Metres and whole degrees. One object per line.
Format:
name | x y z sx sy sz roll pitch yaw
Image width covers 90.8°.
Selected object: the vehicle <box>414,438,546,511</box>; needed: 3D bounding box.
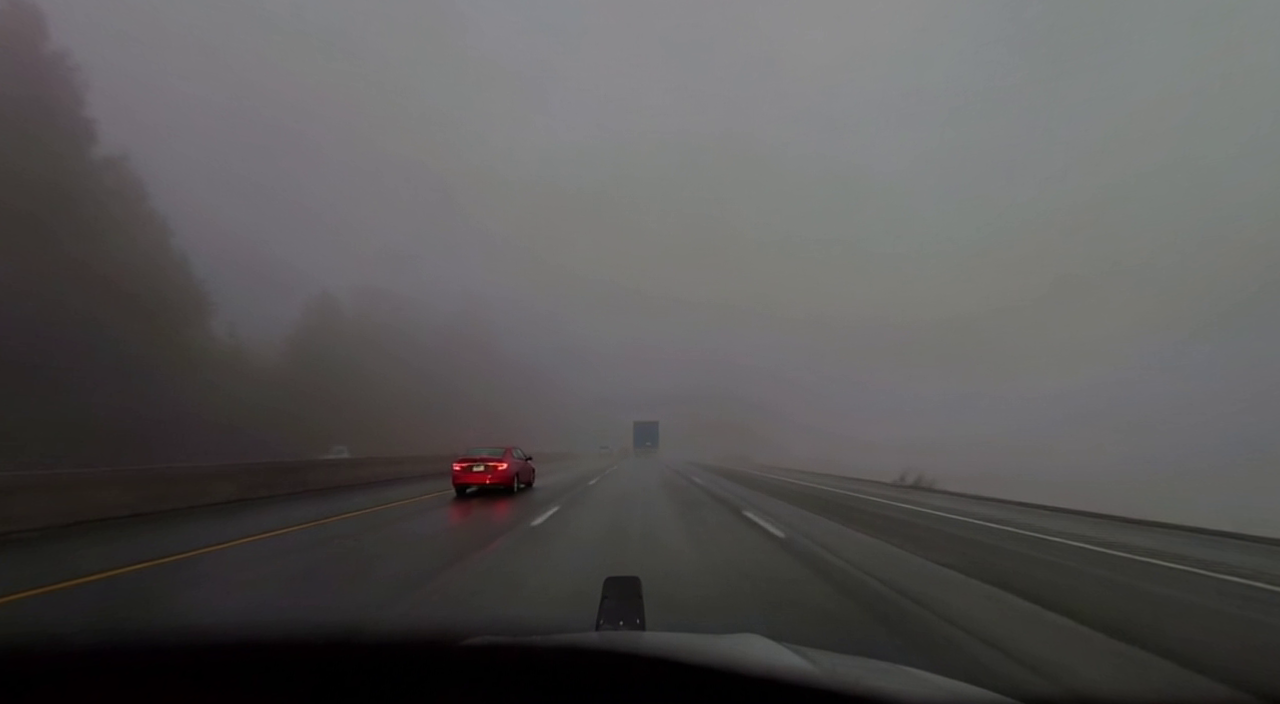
vehicle | -3.811 3.017 16.068 1.999 1.533 4.870 -1 -9 1
